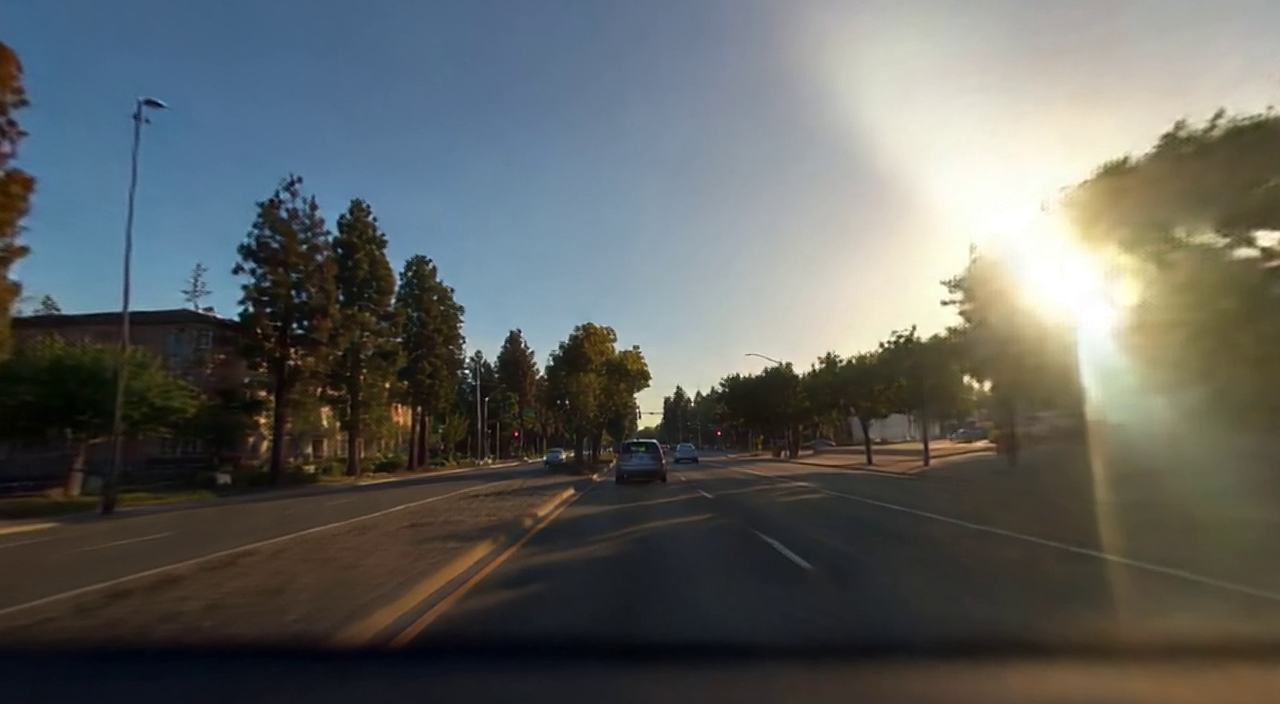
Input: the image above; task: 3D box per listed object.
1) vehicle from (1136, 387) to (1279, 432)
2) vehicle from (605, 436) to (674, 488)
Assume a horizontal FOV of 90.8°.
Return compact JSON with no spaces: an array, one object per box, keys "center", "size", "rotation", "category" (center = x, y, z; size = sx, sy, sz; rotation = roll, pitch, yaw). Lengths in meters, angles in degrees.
[{"center":[22.459,2.248,24.508],"size":[4.738,1.593,2.123],"rotation":[0,-8,-4],"category":"vehicle"},{"center":[-0.065,3.824,22.261],"size":[2.181,1.639,4.127],"rotation":[0,-9,-1],"category":"vehicle"}]
